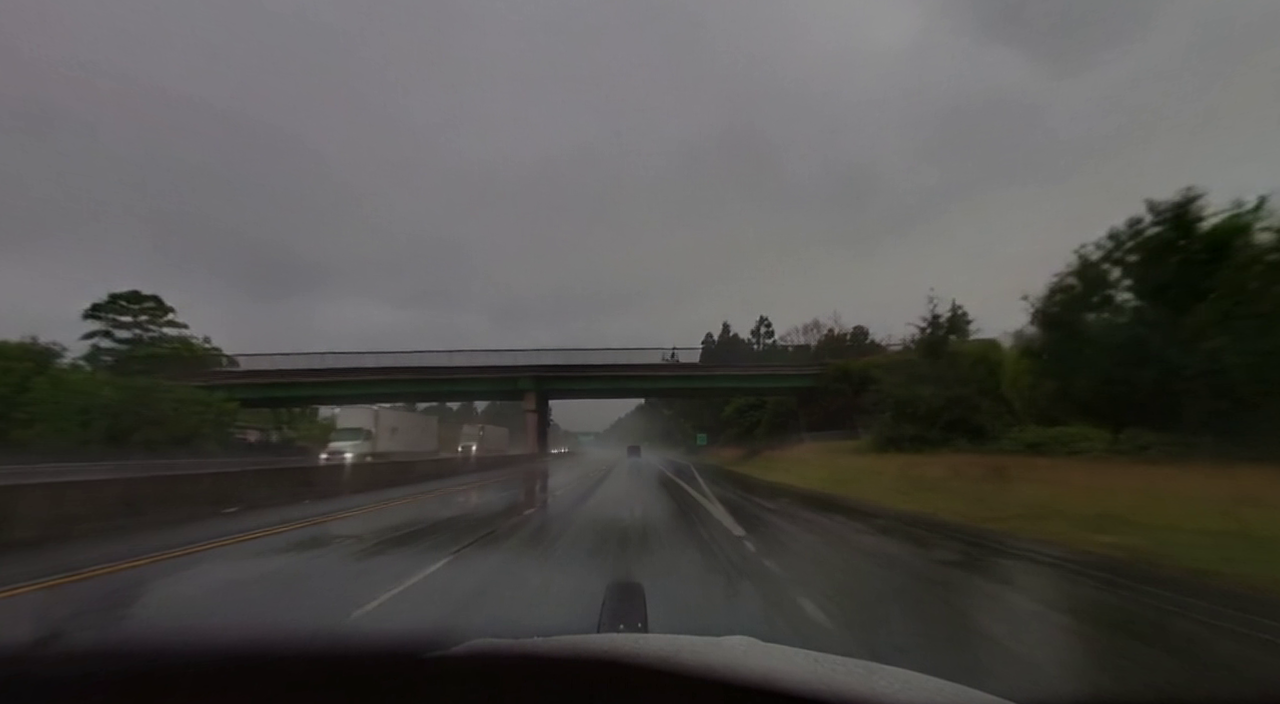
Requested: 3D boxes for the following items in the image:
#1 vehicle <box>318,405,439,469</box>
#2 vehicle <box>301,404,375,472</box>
[{"bbox_3d":[-18.475,6.341,46.220,2.906,3.972,14.227,0,-9,-1],"label":"vehicle"},{"bbox_3d":[-18.319,5.244,38.447,2.956,3.987,2.717,0,-9,0],"label":"vehicle"}]
